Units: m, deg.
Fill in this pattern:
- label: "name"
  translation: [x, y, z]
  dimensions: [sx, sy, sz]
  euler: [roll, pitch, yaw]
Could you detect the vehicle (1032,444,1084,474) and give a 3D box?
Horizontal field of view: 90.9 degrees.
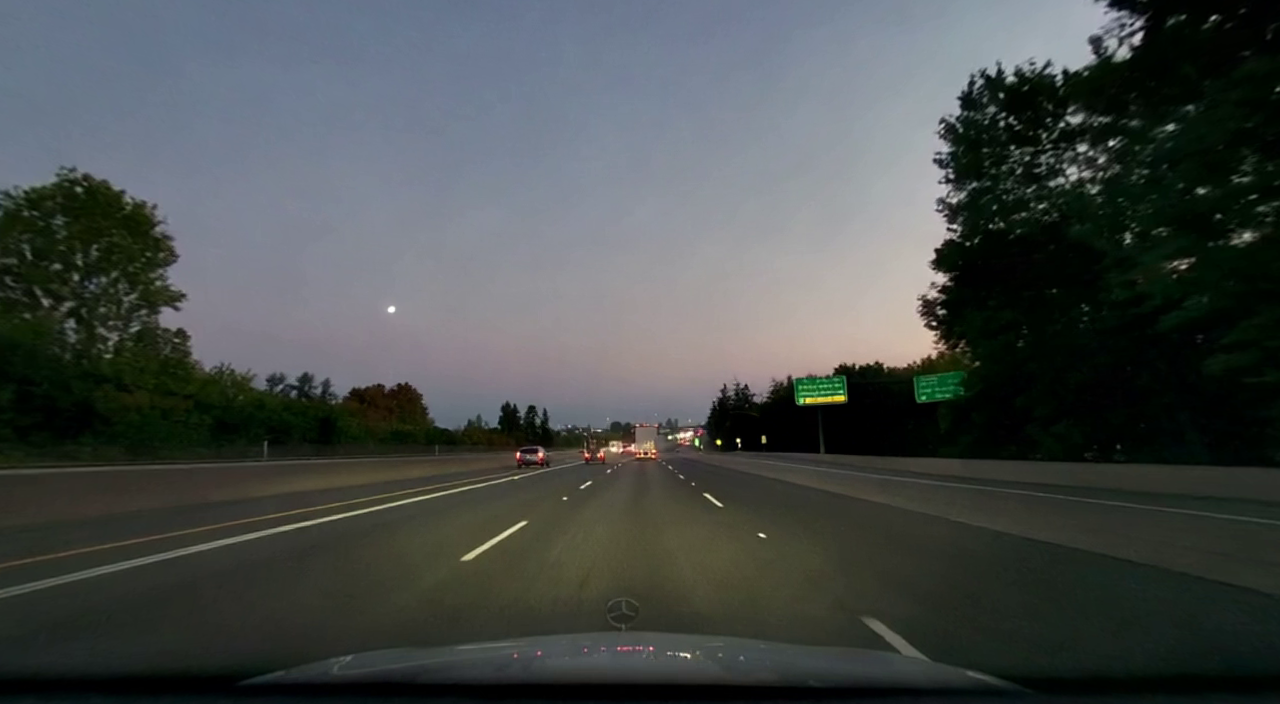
- label: "vehicle"
  translation: [29.955, 7.634, 45.313]
  dimensions: [2.085, 2.025, 4.992]
  euler: [-3, -9, 23]
